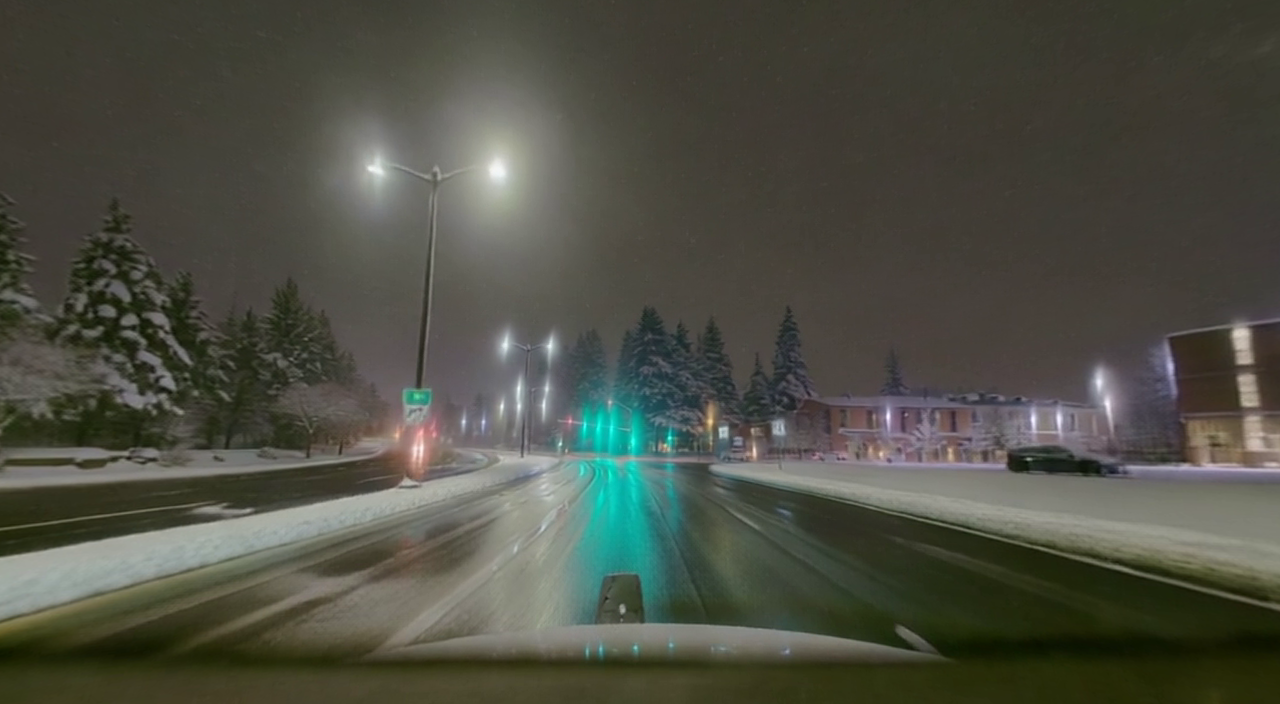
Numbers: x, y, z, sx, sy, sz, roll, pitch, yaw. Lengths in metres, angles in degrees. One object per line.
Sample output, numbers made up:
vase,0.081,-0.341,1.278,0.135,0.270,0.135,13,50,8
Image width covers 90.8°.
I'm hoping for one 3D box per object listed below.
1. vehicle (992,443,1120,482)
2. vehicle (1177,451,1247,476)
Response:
vehicle,24.169,6.427,37.013,2.337,1.969,5.826,7,-11,-23
vehicle,45.078,8.751,49.796,4.338,1.760,2.435,4,-10,-26
